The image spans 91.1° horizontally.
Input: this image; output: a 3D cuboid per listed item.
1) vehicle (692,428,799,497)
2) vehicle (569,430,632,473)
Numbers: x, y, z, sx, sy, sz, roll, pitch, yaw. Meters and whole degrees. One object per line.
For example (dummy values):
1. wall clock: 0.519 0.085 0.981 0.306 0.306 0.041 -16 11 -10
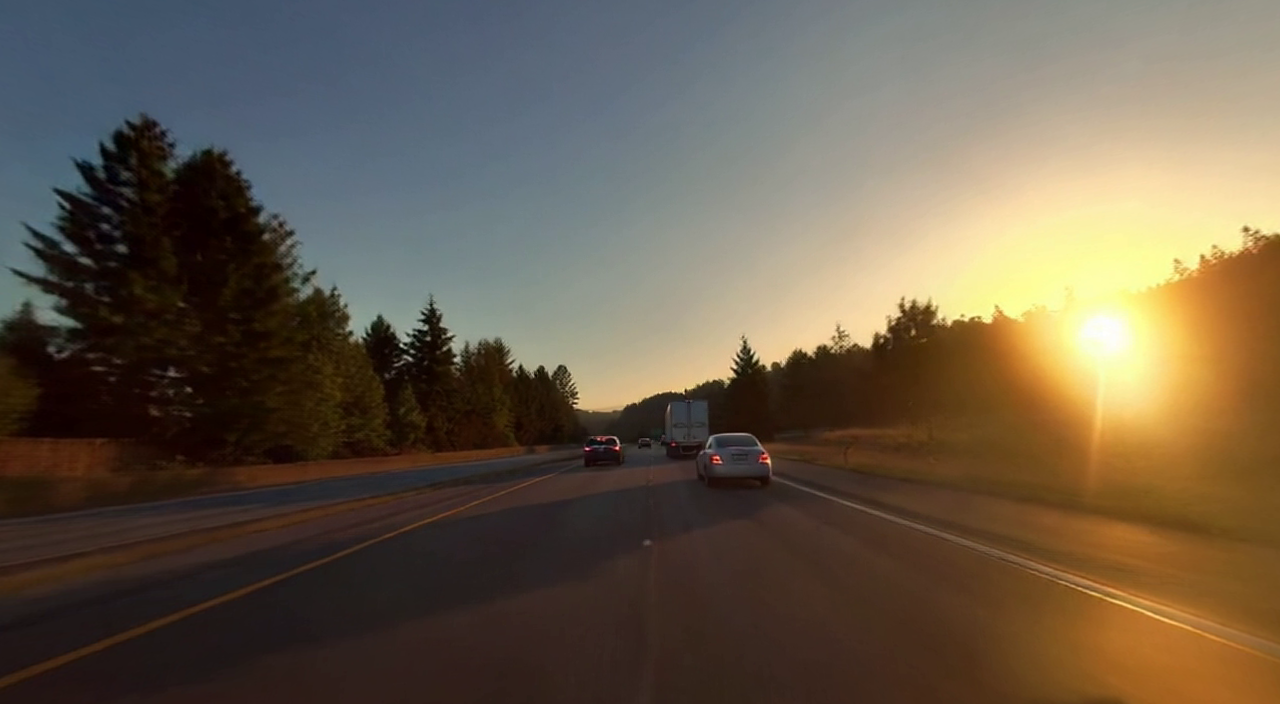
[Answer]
1. vehicle: 2.548 2.782 16.366 2.072 1.534 4.300 0 -8 1
2. vehicle: -1.537 4.119 26.429 2.192 1.623 4.887 0 -8 2
